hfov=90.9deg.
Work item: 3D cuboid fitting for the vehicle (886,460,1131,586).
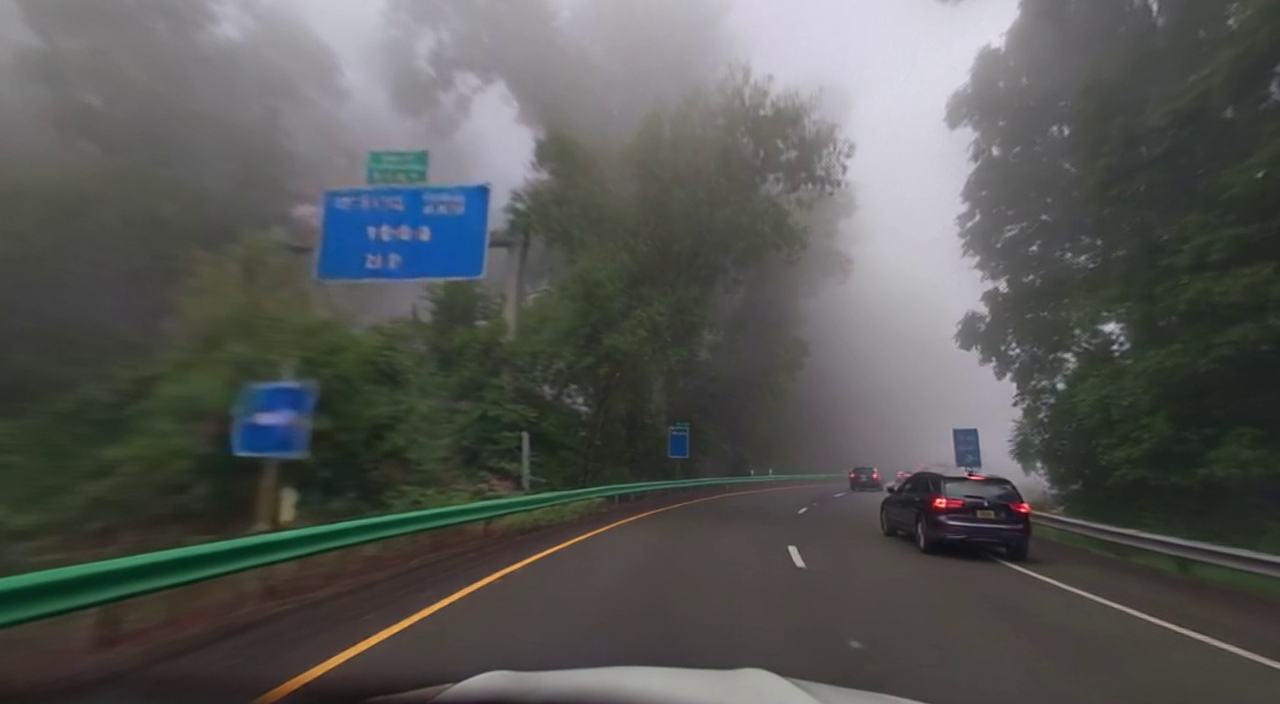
[{"bbox_3d":[5.707,2.653,10.511,2.023,1.593,4.105,-1,-11,8],"label":"vehicle"}]

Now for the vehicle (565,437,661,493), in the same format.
[{"bbox_3d":[-1.855,8.826,49.233,2.909,3.910,9.340,-5,-12,29],"label":"vehicle"}]

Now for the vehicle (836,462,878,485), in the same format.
[{"bbox_3d":[15.426,8.645,44.734,1.992,1.503,3.793,-6,-12,31],"label":"vehicle"}]
